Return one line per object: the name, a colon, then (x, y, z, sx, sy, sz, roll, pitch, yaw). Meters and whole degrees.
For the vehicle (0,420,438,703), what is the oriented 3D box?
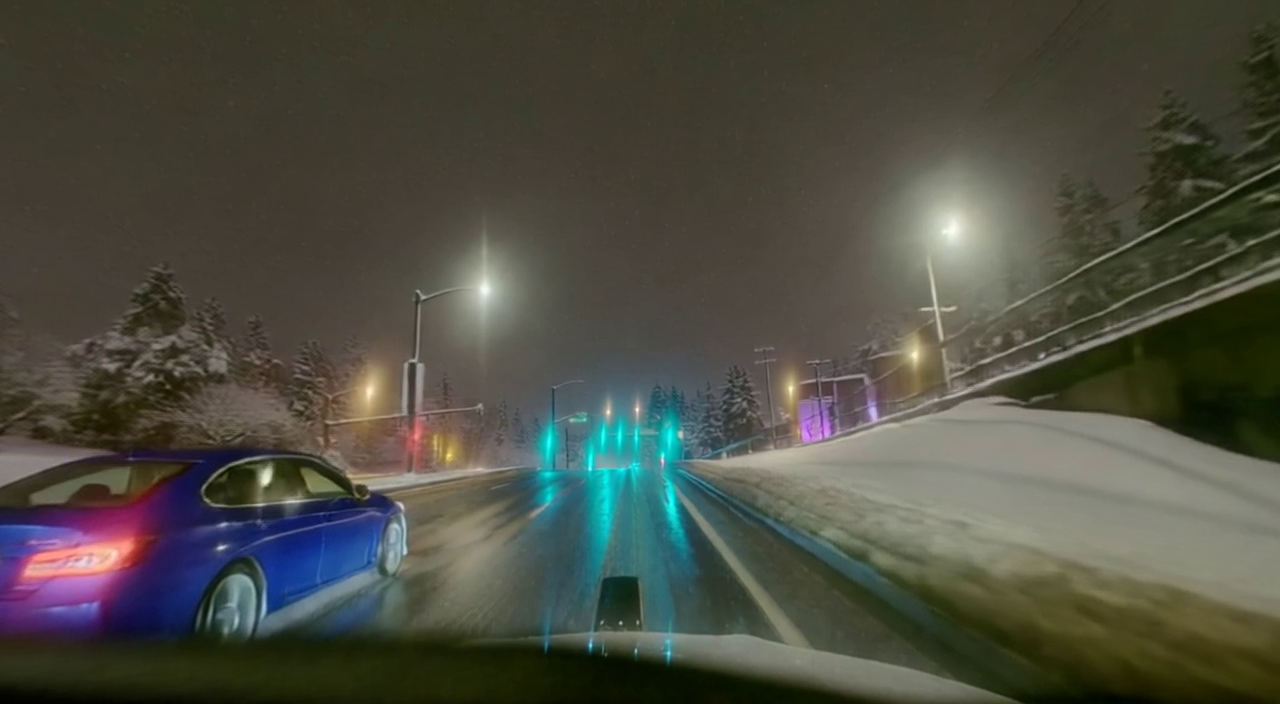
vehicle: (-3.304, 1.371, 4.922, 2.041, 1.470, 4.290, 0, -9, 0)
